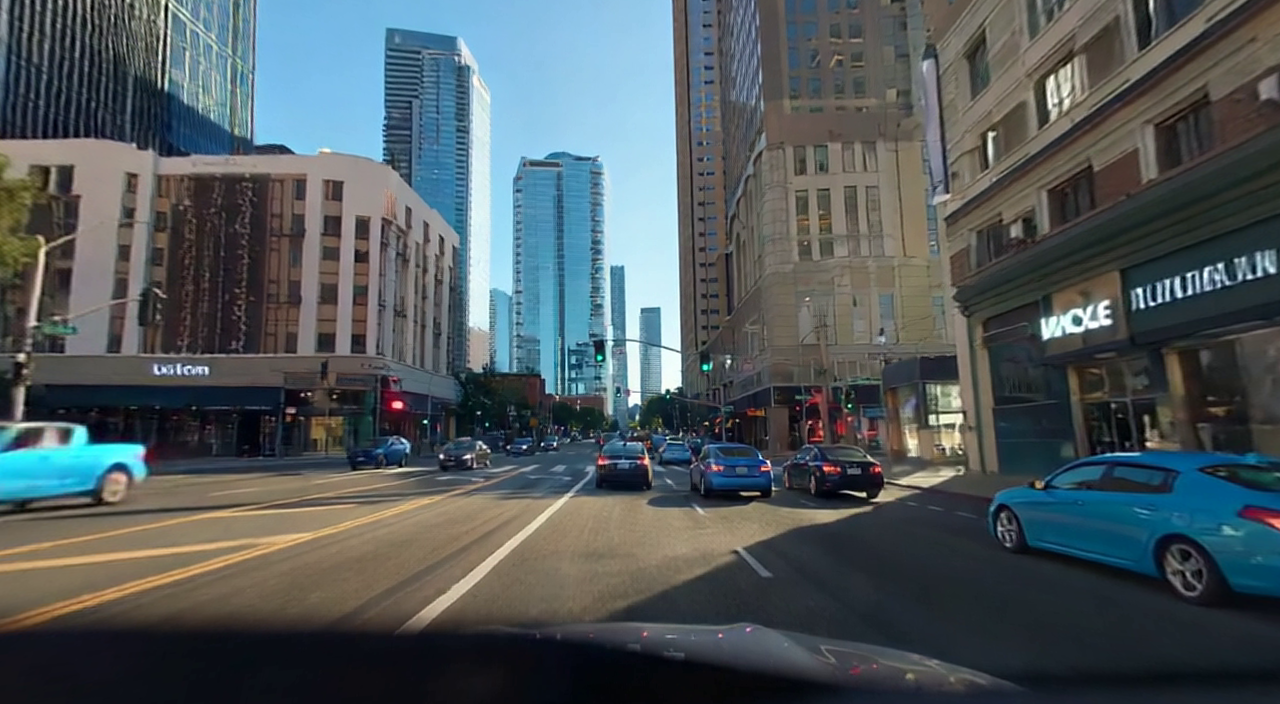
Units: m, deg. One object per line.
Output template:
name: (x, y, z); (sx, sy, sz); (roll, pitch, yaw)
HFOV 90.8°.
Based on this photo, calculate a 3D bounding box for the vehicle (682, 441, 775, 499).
vehicle: (2.436, 3.389, 18.603); (1.987, 1.484, 4.427); (1, -9, -2)

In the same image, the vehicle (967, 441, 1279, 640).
vehicle: (5.746, 1.732, 6.771); (1.914, 1.484, 4.639); (1, -9, -1)

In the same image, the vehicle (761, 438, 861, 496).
vehicle: (5.609, 3.820, 21.395); (2.015, 1.745, 4.444); (1, -9, -2)

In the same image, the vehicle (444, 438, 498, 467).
vehicle: (-9.901, 5.927, 37.446); (1.960, 1.568, 4.511); (0, -9, 0)

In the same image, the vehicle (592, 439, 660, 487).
vehicle: (-0.457, 3.746, 21.582); (2.096, 1.457, 4.160); (0, -9, -1)

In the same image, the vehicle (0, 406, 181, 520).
vehicle: (-12.720, 2.266, 13.184); (2.152, 2.035, 5.504); (0, -9, -1)

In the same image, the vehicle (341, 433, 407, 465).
vehicle: (-15.523, 5.694, 37.139); (1.932, 1.760, 4.422); (0, -9, -1)
